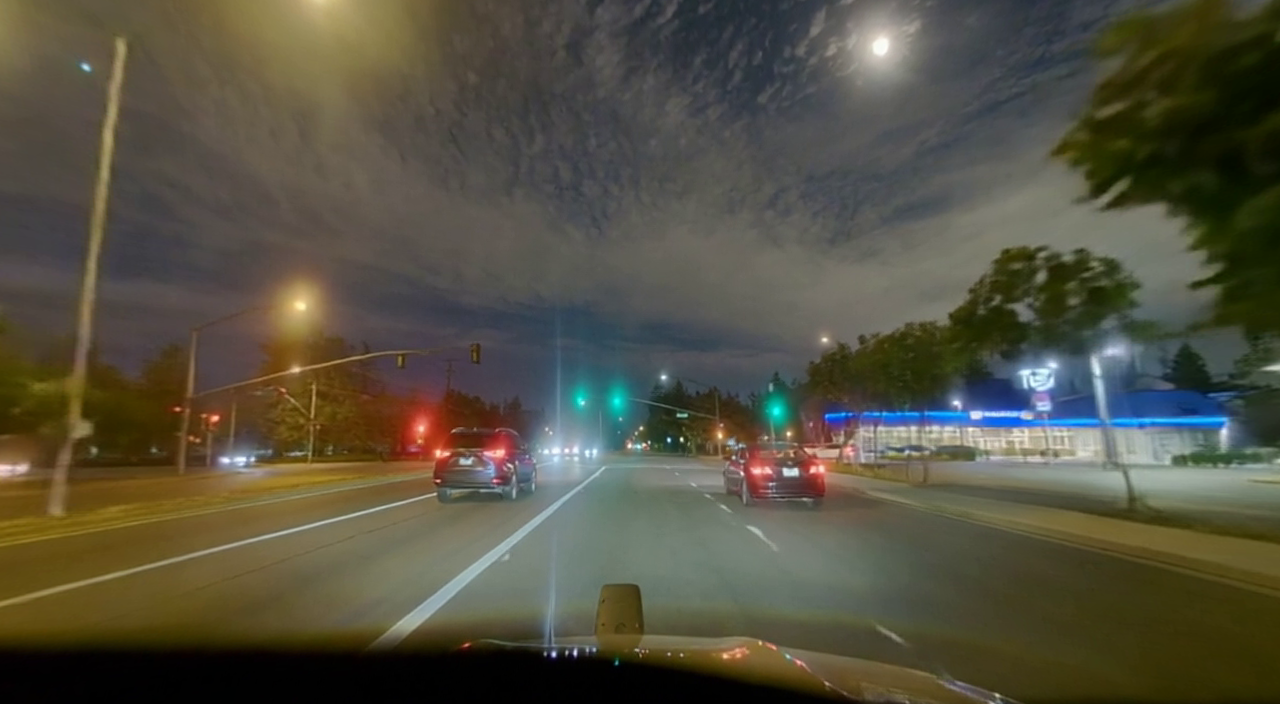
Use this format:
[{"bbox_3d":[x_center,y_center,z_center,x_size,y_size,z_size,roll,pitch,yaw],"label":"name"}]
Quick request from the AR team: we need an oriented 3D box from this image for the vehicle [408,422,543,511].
[{"bbox_3d":[-3.735,2.690,15.321,1.997,1.806,4.500,0,-8,1],"label":"vehicle"}]

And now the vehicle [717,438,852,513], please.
[{"bbox_3d":[3.222,2.859,15.208,1.975,1.502,4.787,0,-8,-2],"label":"vehicle"}]
